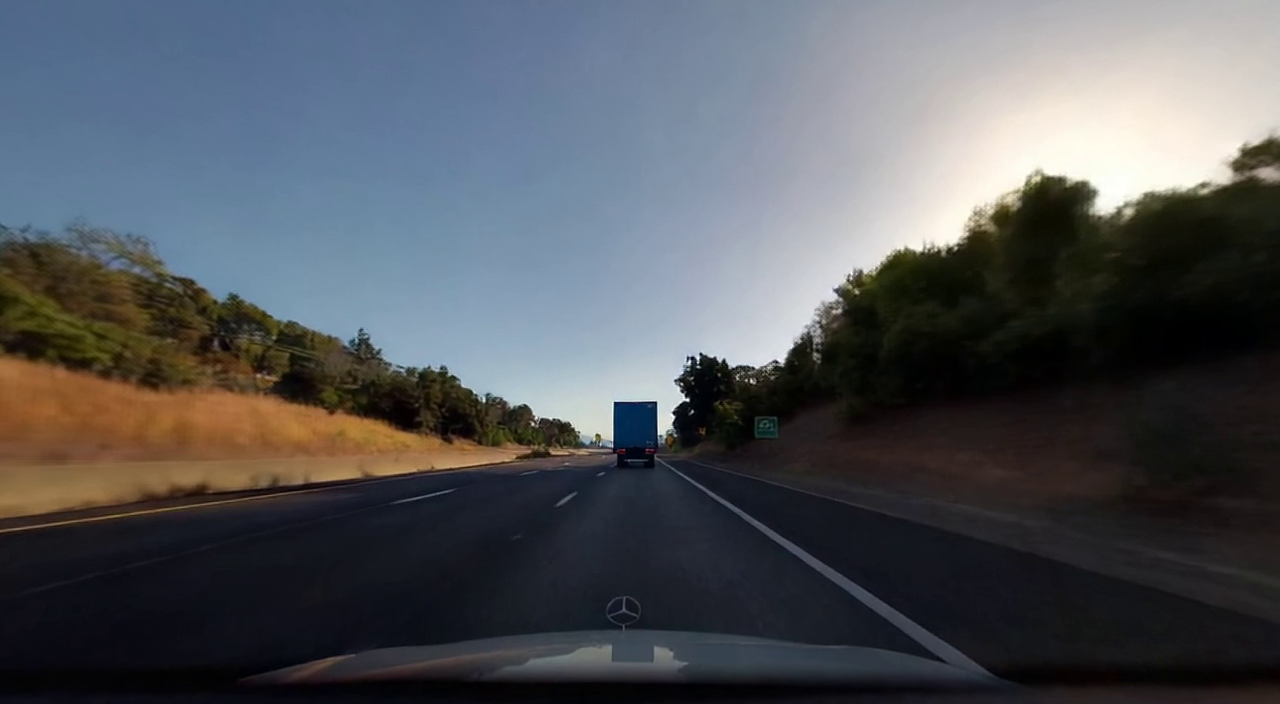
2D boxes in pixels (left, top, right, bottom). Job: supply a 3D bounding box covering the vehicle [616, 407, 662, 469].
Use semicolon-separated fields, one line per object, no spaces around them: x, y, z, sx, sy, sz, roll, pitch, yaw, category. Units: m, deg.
-0.172;6.409;46.367;2.982;3.947;11.075;0;-9;-1;vehicle
